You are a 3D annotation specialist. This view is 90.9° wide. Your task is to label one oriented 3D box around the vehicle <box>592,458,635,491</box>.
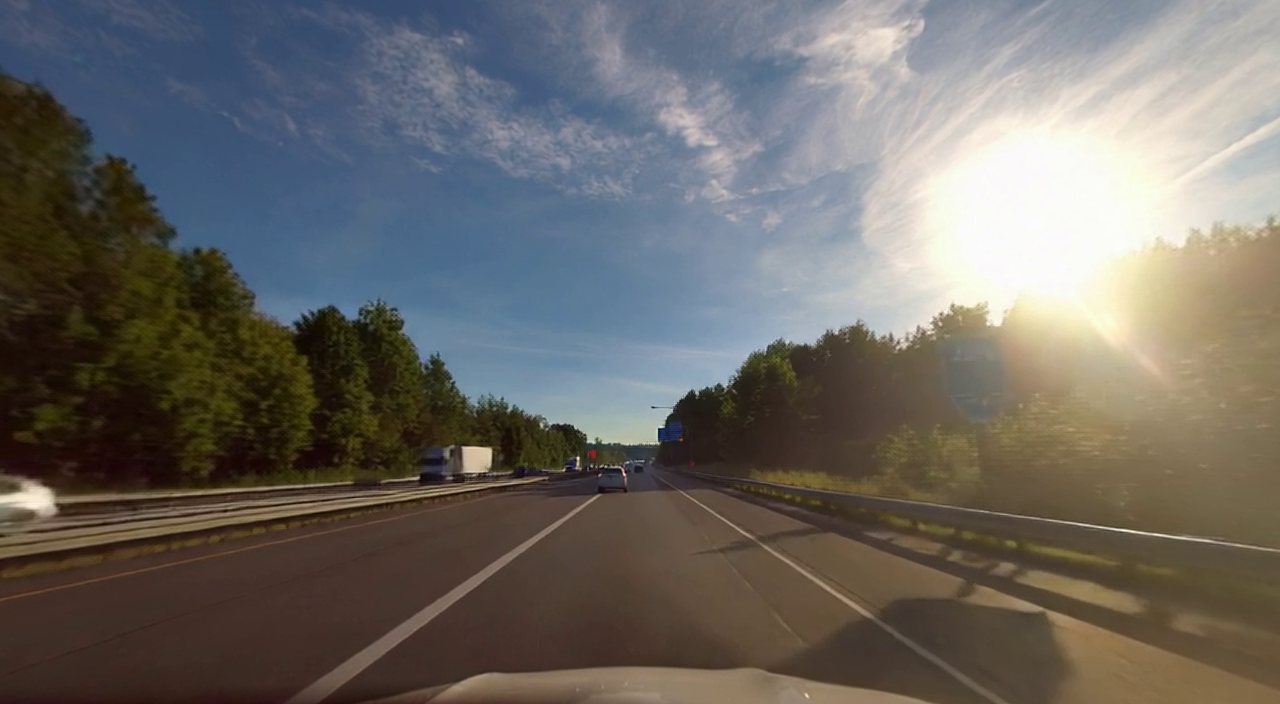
[{"bbox_3d":[-1.401,6.749,34.863,2.104,1.655,4.039,0,-10,1],"label":"vehicle"}]
